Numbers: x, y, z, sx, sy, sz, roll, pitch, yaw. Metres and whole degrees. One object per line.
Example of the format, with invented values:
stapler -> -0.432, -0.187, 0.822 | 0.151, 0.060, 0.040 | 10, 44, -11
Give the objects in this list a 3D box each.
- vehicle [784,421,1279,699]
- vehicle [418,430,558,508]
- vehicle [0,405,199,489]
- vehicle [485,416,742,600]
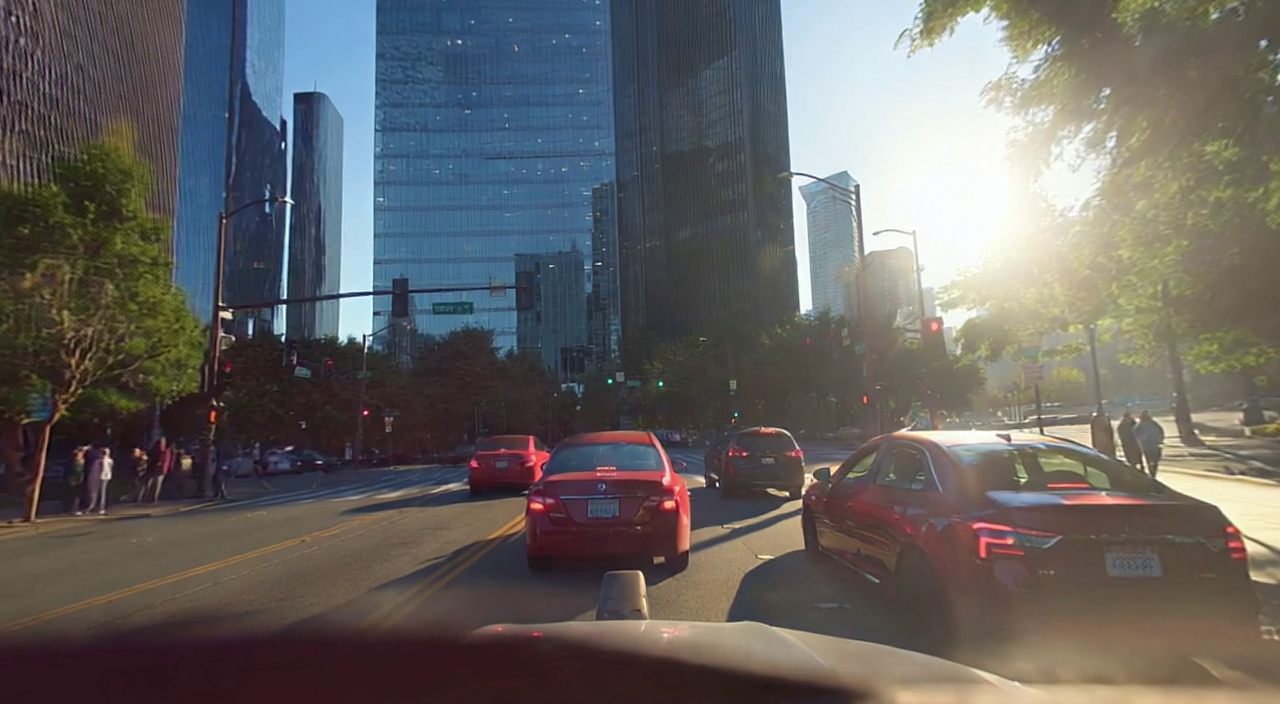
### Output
vehicle -> 2.755, 1.418, 5.495 | 1.952, 1.464, 4.165 | 0, -8, -1
vehicle -> -3.245, 2.593, 14.383 | 2.068, 1.513, 4.221 | 0, -8, 1
vehicle -> -26.060, 4.348, 28.973 | 8.989, 3.623, 2.884 | 0, -8, 0
vehicle -> -0.267, 1.566, 7.200 | 2.072, 1.476, 4.078 | 0, -8, -2
